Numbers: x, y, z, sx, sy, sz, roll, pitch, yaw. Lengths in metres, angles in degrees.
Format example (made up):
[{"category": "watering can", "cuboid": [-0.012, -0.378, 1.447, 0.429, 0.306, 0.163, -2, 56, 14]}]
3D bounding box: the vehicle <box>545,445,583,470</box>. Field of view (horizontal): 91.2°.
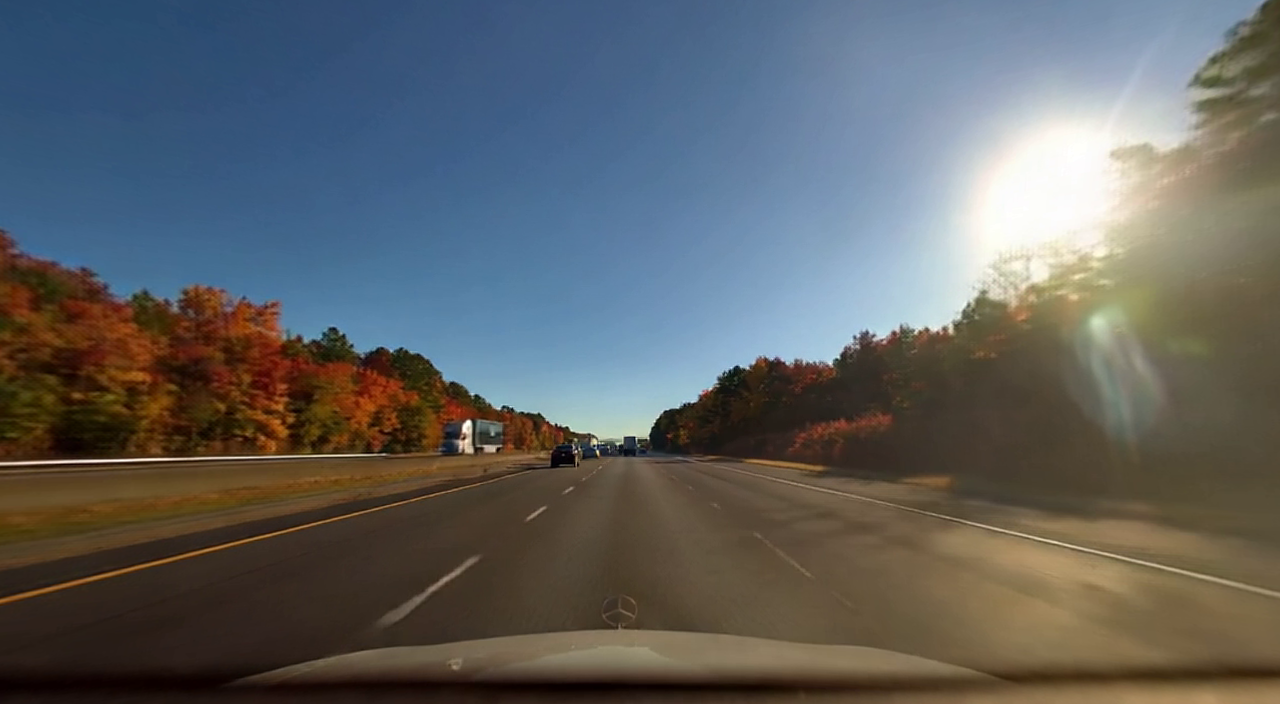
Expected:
[{"category": "vehicle", "cuboid": [-4.742, 6.597, 39.463, 1.963, 1.475, 3.665, 0, -9, -1]}]
